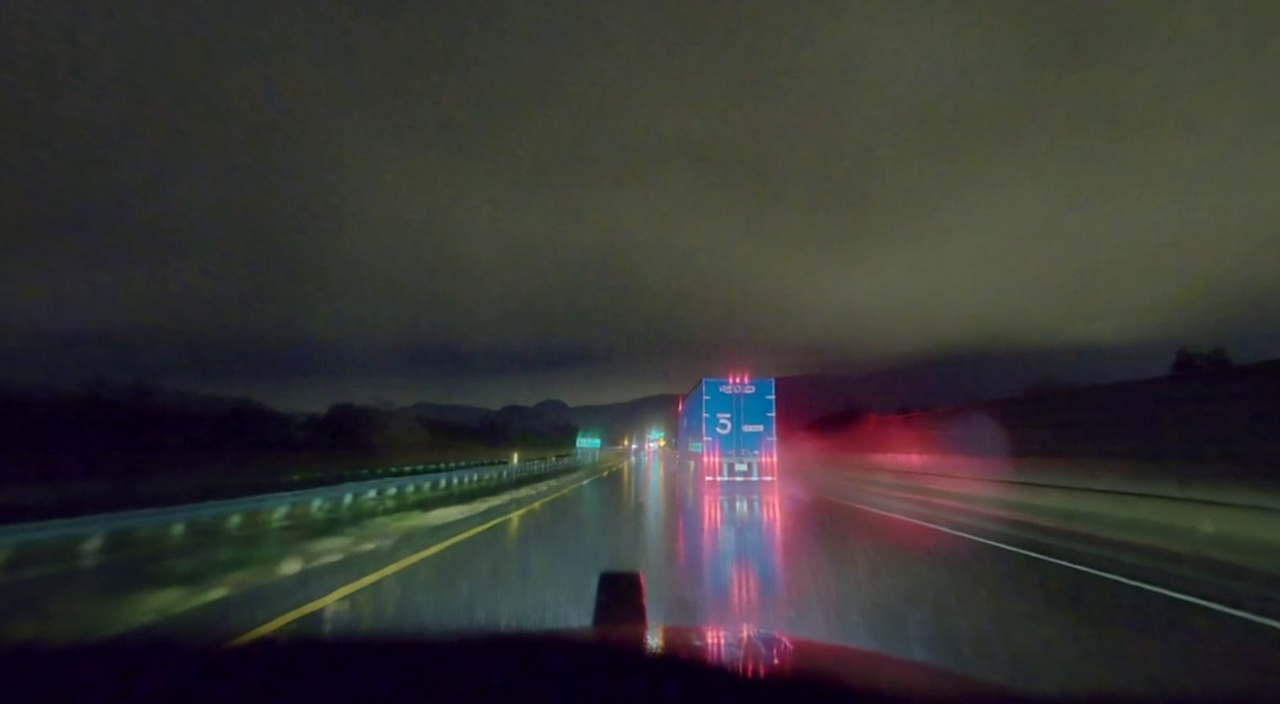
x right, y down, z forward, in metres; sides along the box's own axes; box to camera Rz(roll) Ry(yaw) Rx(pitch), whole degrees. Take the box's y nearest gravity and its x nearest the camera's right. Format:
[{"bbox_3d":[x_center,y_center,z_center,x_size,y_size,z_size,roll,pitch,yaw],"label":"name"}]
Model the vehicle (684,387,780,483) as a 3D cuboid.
[{"bbox_3d":[3.948,4.013,29.770,3.107,3.718,10.231,0,-9,1],"label":"vehicle"}]
